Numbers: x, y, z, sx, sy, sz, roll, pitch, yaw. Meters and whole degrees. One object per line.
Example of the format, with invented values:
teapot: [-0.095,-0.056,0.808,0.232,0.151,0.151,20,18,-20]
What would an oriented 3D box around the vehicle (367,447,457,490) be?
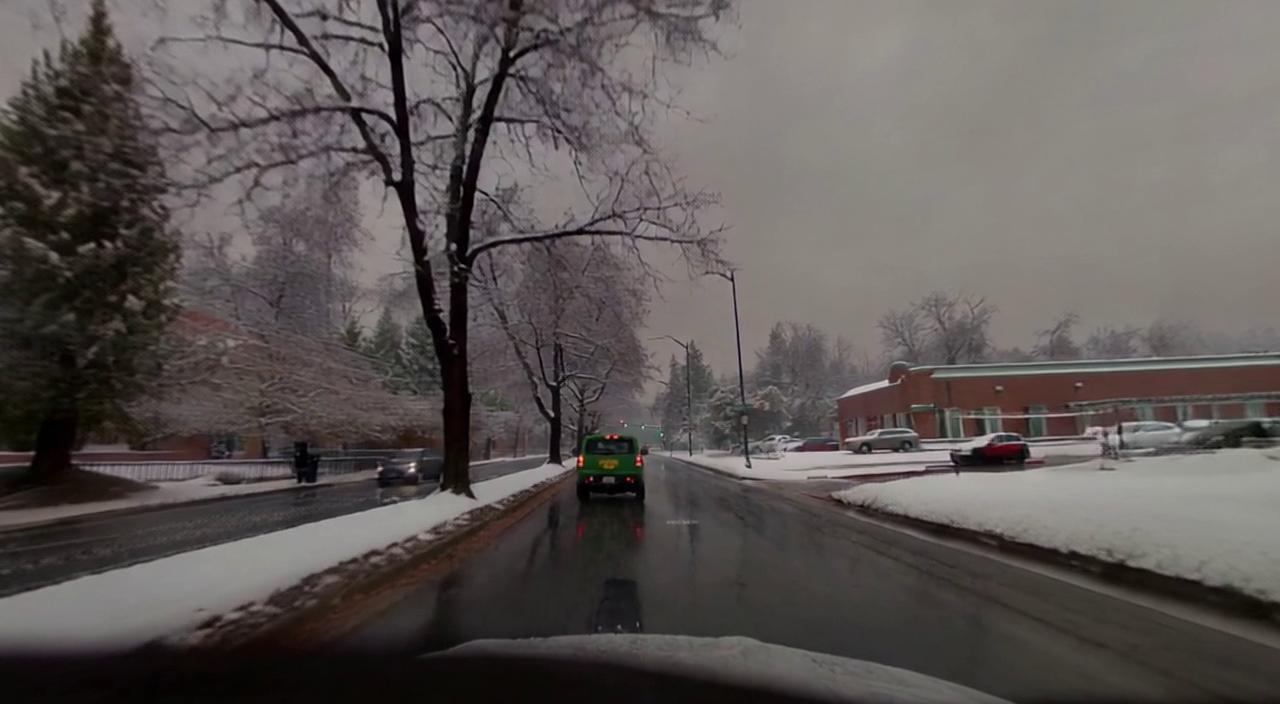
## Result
vehicle: [-8.958,4.587,25.292,2.027,1.493,4.707,0,-8,-2]

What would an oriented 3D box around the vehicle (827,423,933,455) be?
vehicle: [12.945,4.740,34.346,4.788,1.625,2.319,0,-8,-3]

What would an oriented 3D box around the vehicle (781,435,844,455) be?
vehicle: [12.783,6.947,47.041,4.090,1.433,1.983,0,-8,1]

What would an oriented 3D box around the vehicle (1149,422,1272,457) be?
vehicle: [25.492,3.975,28.449,1.816,1.452,3.934,0,-8,0]

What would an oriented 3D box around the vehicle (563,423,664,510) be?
vehicle: [-0.618,2.874,16.428,2.157,1.816,5.804,0,-8,-1]

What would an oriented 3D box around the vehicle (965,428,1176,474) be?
vehicle: [14.280,3.319,21.274,5.344,1.440,2.318,0,-9,2]
